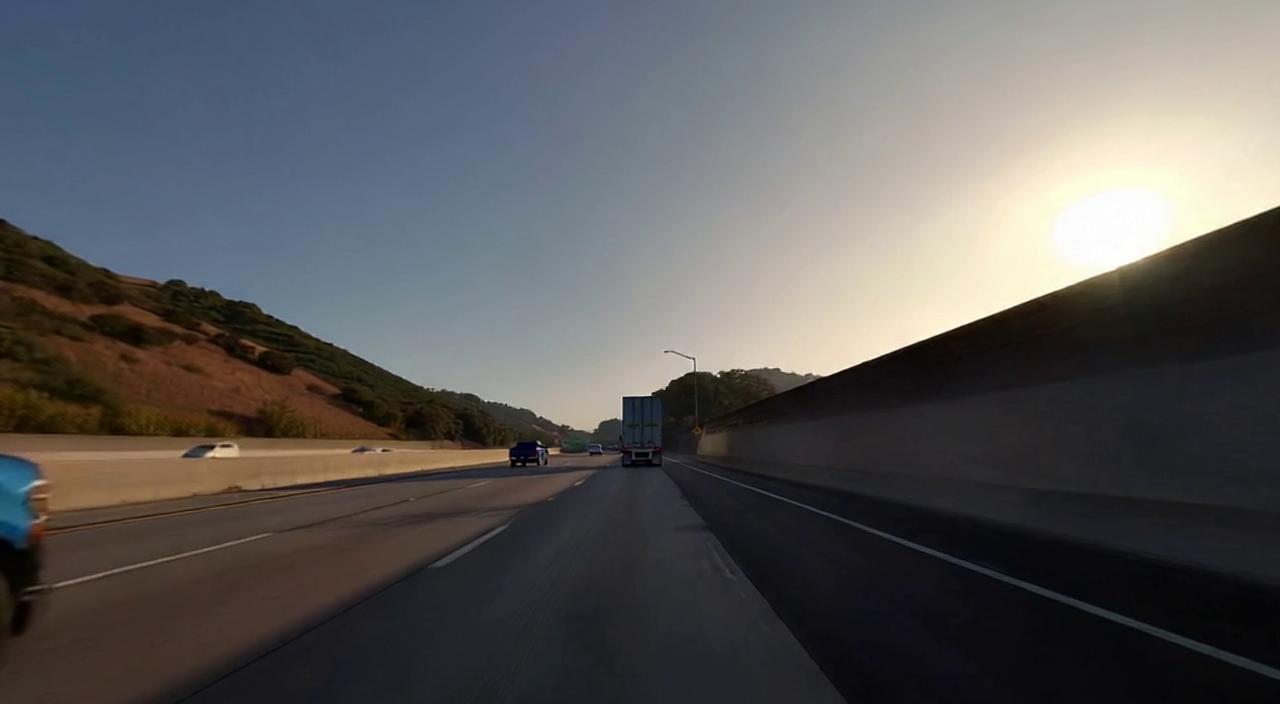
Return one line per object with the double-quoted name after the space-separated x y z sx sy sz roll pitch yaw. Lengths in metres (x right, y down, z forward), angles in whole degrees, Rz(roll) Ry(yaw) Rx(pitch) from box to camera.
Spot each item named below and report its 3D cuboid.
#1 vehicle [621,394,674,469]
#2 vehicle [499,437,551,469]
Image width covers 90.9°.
0.507 5.601 43.245 2.951 4.229 15.519 0 -8 1 "vehicle"
-6.995 6.222 39.106 2.113 1.837 5.339 0 -8 1 "vehicle"
